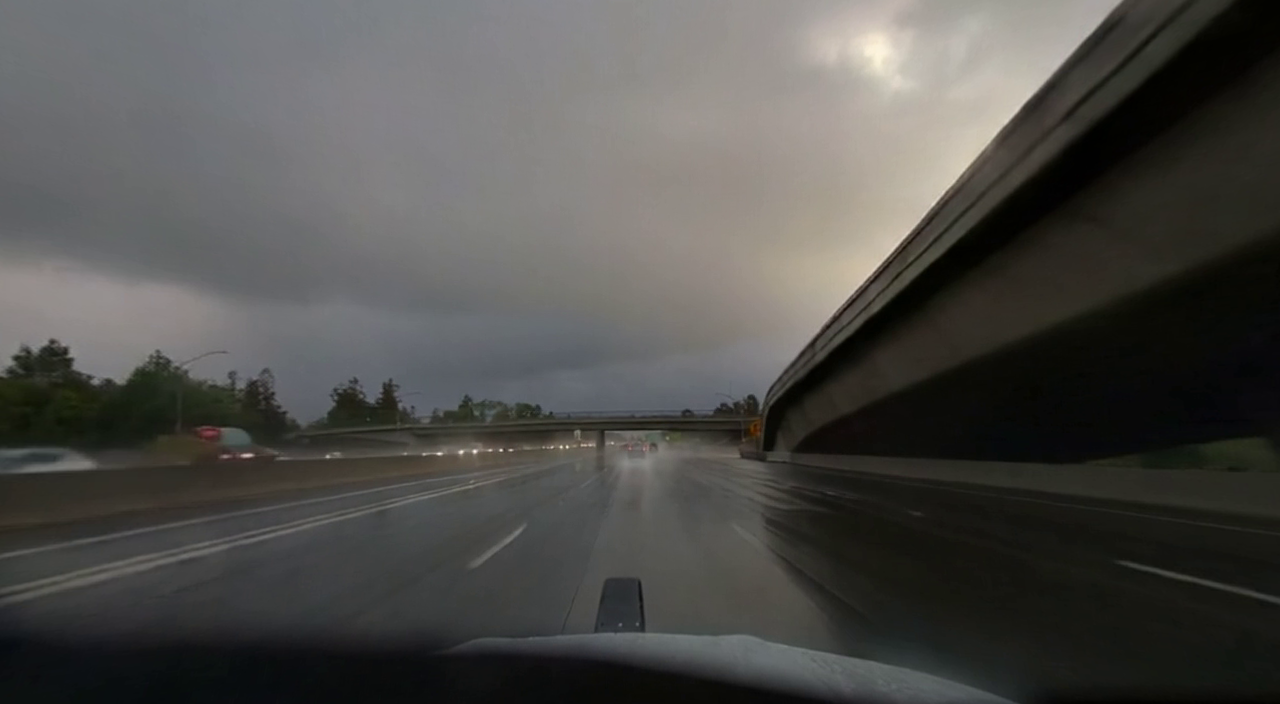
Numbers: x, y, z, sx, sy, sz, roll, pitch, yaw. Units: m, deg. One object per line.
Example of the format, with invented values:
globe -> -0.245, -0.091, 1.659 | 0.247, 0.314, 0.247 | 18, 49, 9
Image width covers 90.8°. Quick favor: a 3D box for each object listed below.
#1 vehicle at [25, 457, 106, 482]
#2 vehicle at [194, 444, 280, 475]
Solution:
vehicle -> -44.841, 9.149, 49.458 | 2.358, 1.731, 4.719 | 1, -9, -9
vehicle -> -24.050, 6.430, 37.979 | 2.013, 1.700, 4.797 | 0, -9, 0
